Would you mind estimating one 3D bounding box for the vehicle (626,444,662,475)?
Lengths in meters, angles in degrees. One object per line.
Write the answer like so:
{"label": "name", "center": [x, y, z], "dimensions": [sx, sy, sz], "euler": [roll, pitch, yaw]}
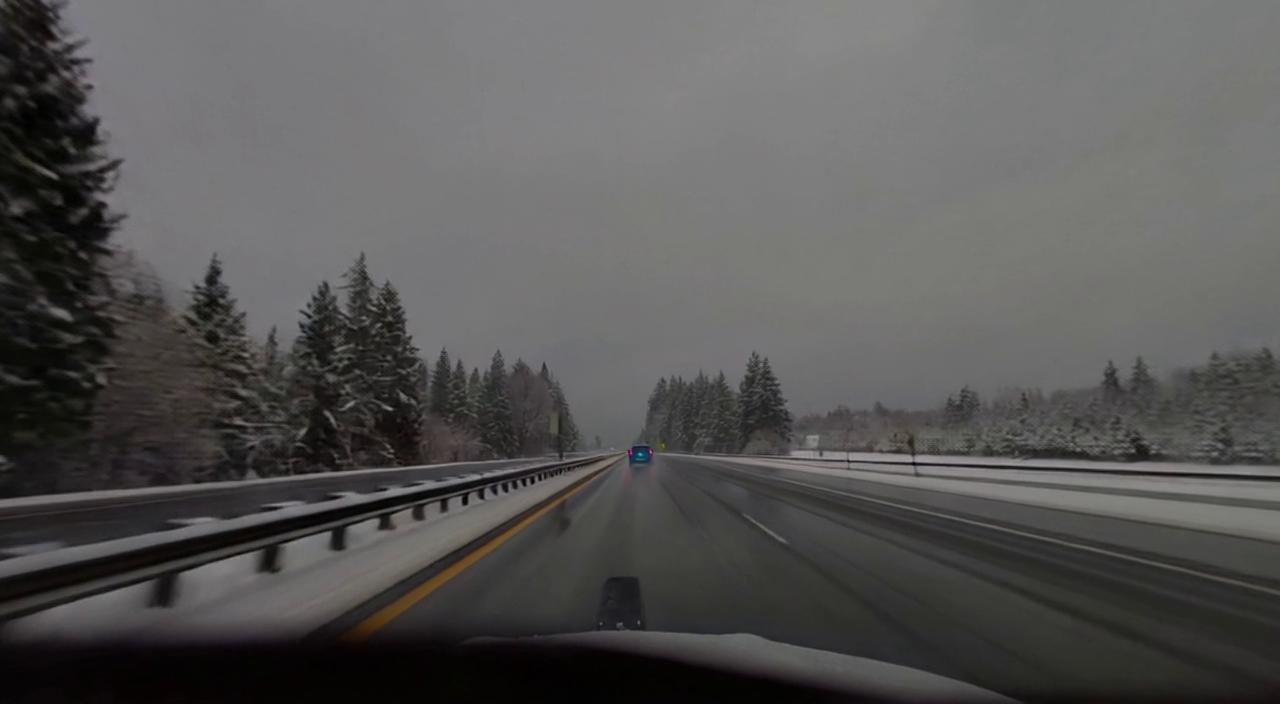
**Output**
{"label": "vehicle", "center": [0.216, 6.171, 36.253], "dimensions": [1.987, 1.658, 3.620], "euler": [0, -9, 0]}
